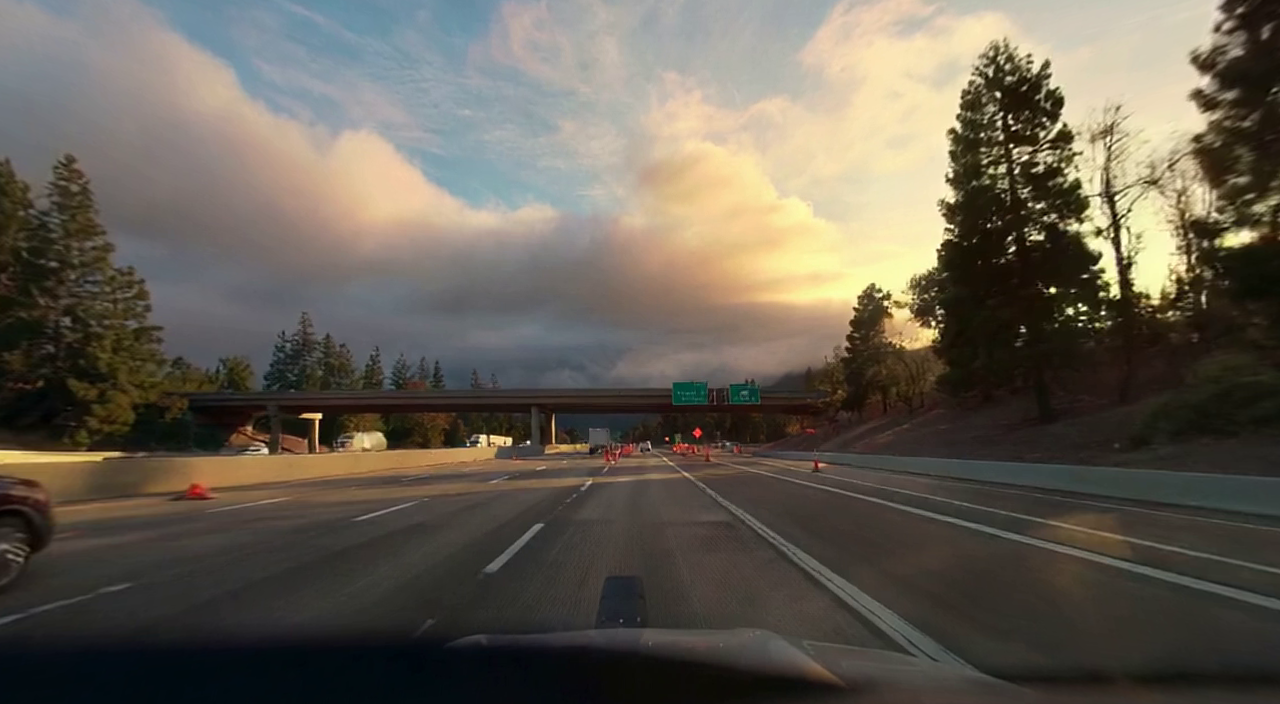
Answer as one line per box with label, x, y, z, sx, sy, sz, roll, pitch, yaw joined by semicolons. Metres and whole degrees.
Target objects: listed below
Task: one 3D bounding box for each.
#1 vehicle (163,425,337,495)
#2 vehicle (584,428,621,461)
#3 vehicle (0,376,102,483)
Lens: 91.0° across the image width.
vehicle;-10.453;2.919;17.367;1.964;1.662;4.367;0;-8;0
vehicle;-2.756;7.099;48.329;2.403;2.369;5.829;0;-8;1
vehicle;-25.415;2.331;19.783;2.922;3.951;15.951;0;-8;0
